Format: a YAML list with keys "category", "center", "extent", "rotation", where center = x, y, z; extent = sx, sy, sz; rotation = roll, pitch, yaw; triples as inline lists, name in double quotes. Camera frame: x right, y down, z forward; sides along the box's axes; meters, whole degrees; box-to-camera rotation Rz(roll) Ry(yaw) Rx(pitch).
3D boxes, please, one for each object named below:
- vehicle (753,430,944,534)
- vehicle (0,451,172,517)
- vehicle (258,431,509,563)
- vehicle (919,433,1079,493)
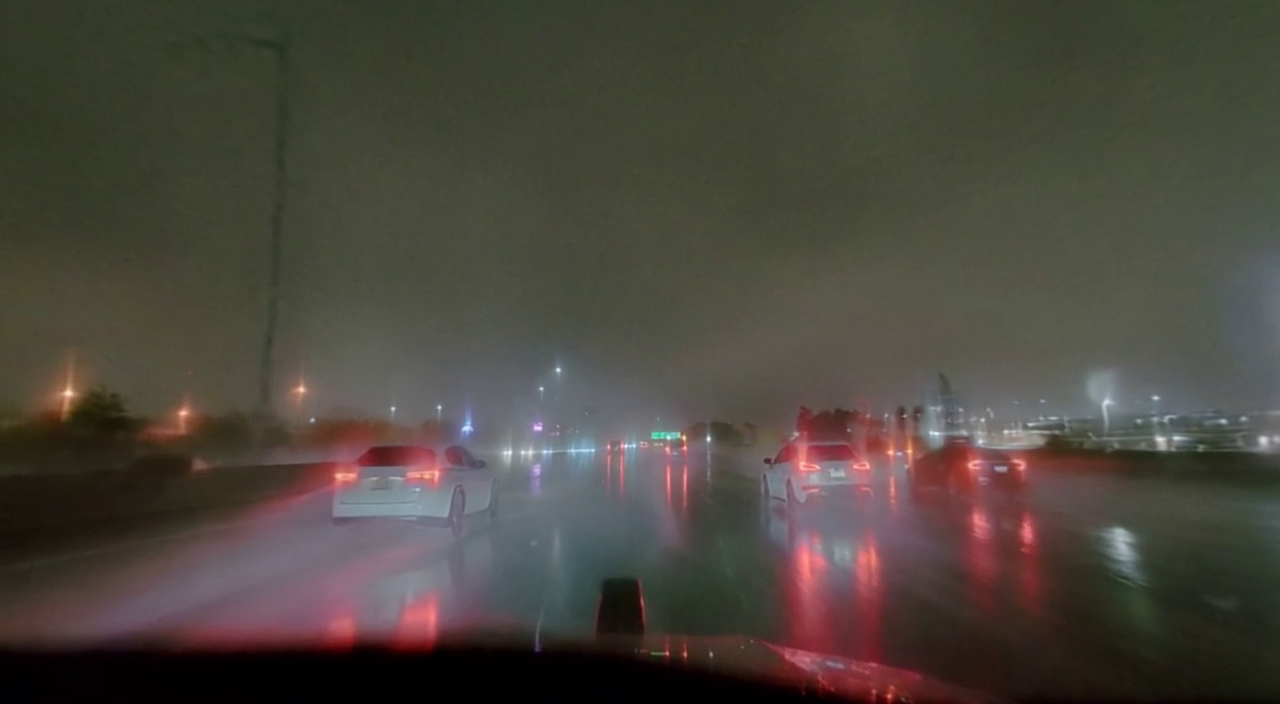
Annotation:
- category: "vehicle"
  center: [3.438, 2.208, 11.356]
  extent: [1.961, 1.504, 4.094]
  rotation: [0, -8, -1]
- category: "vehicle"
  center: [-18.434, 4.139, 20.505]
  extent: [2.303, 1.776, 5.407]
  rotation: [0, -8, 0]
- category: "vehicle"
  center: [-3.471, 2.026, 9.618]
  extent: [1.975, 1.536, 4.295]
  rotation: [0, -8, 1]
- category: "vehicle"
  center: [10.233, 3.186, 18.485]
  extent: [2.019, 1.529, 4.385]
  rotation: [0, -8, -1]
